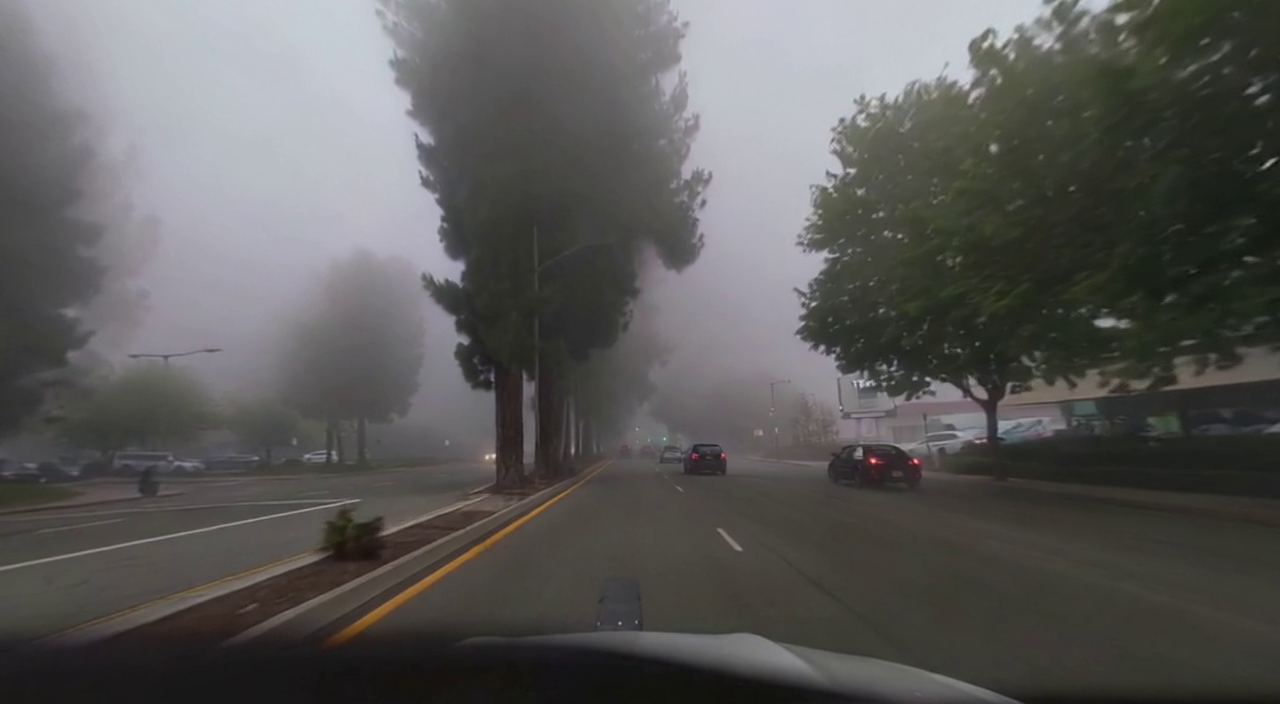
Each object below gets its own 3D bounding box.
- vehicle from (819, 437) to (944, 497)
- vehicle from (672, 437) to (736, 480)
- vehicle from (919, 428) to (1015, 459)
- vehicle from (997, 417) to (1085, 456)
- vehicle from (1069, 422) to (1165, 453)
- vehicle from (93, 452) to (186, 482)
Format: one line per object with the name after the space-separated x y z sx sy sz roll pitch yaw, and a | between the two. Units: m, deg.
6.833 3.270 18.338 1.886 1.528 4.169 0 -9 -1 | vehicle
2.641 4.531 27.077 2.161 1.676 4.151 0 -9 -2 | vehicle
22.773 6.451 44.309 2.858 2.005 6.831 0 -8 -3 | vehicle
28.135 6.015 44.449 2.438 2.602 5.677 0 -9 0 | vehicle
33.334 6.059 44.269 2.307 2.019 5.604 0 -9 -1 | vehicle
-33.739 7.721 42.612 1.999 1.834 4.697 -1 -9 9 | vehicle
